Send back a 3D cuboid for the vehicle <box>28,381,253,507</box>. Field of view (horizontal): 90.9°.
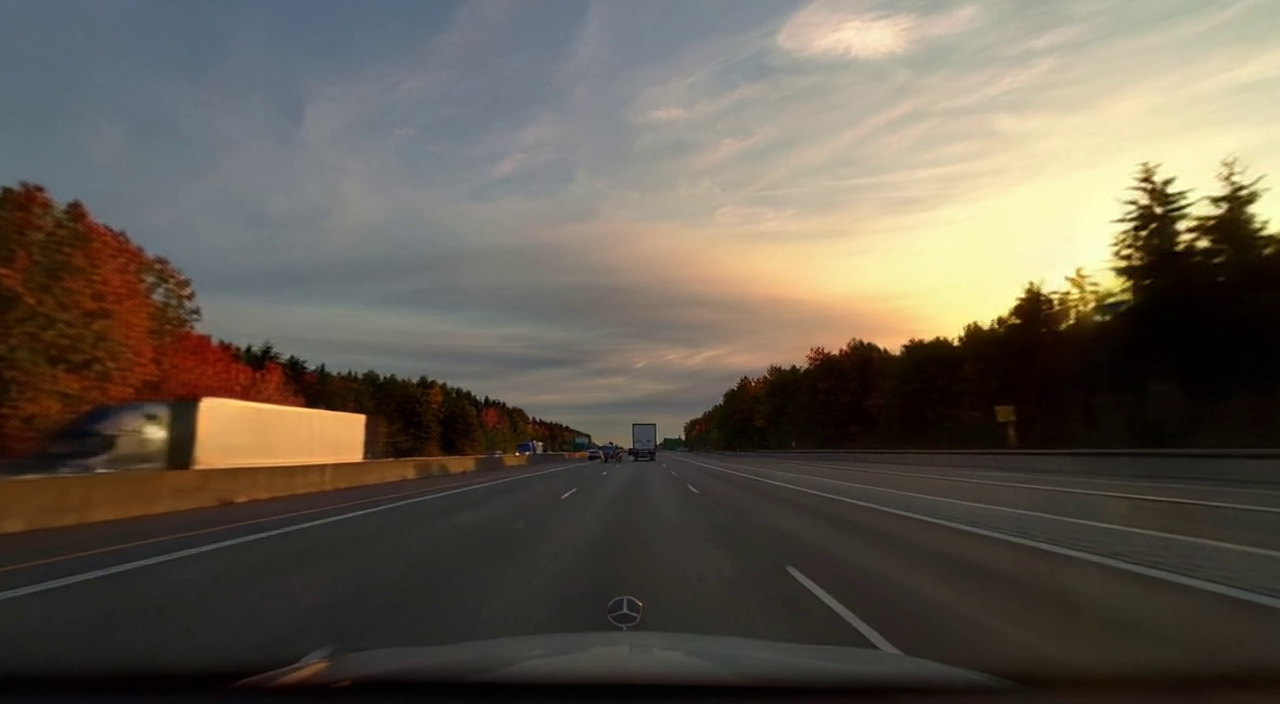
[{"bbox_3d":[-17.532,3.316,22.817,3.007,3.936,5.906,0,-9,0],"label":"vehicle"}]
